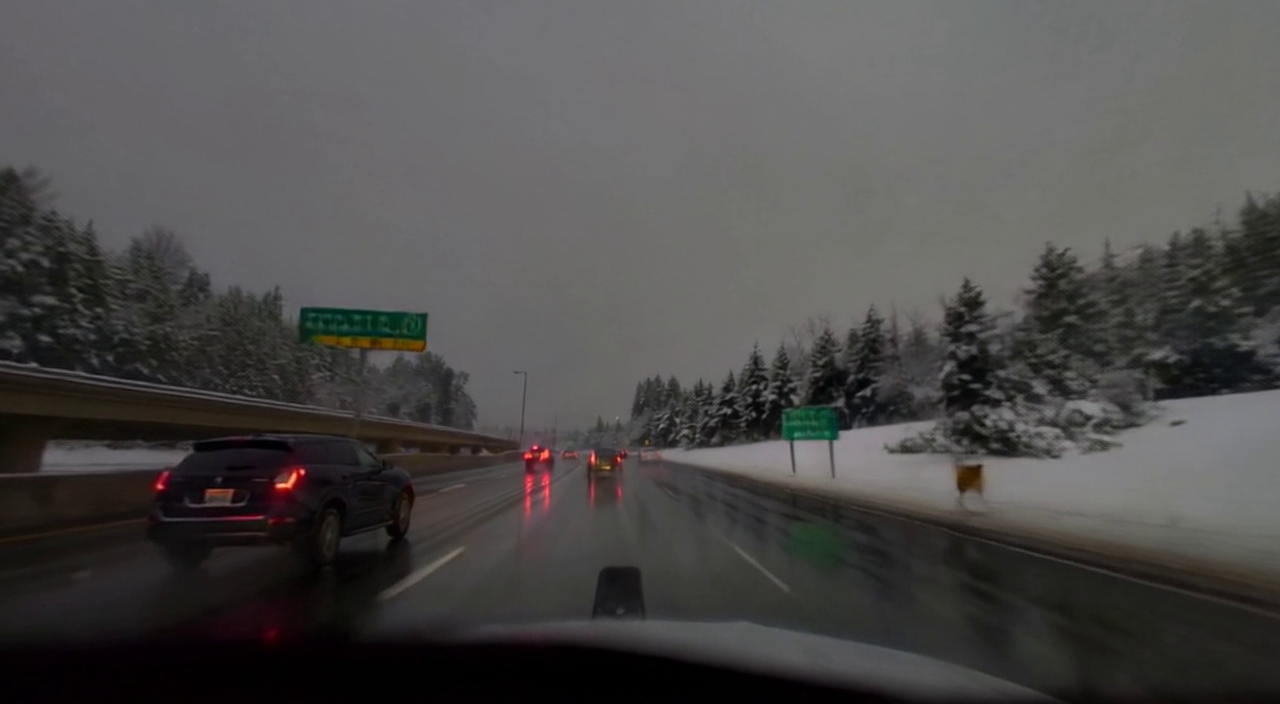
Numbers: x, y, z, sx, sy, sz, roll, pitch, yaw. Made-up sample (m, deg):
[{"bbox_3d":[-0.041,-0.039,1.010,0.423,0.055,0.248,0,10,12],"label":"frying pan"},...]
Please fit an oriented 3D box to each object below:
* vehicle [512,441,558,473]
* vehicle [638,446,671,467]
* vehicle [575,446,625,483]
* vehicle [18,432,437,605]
[{"bbox_3d":[-6.158,6.202,37.576,2.244,1.755,4.417,0,-9,-3],"label":"vehicle"},{"bbox_3d":[1.023,7.706,46.897,2.021,1.447,3.985,0,-9,-4],"label":"vehicle"},{"bbox_3d":[-1.683,4.725,26.884,1.947,1.437,4.345,0,-9,-4],"label":"vehicle"},{"bbox_3d":[-4.418,1.836,8.079,2.049,1.482,4.981,0,-9,-1],"label":"vehicle"}]
